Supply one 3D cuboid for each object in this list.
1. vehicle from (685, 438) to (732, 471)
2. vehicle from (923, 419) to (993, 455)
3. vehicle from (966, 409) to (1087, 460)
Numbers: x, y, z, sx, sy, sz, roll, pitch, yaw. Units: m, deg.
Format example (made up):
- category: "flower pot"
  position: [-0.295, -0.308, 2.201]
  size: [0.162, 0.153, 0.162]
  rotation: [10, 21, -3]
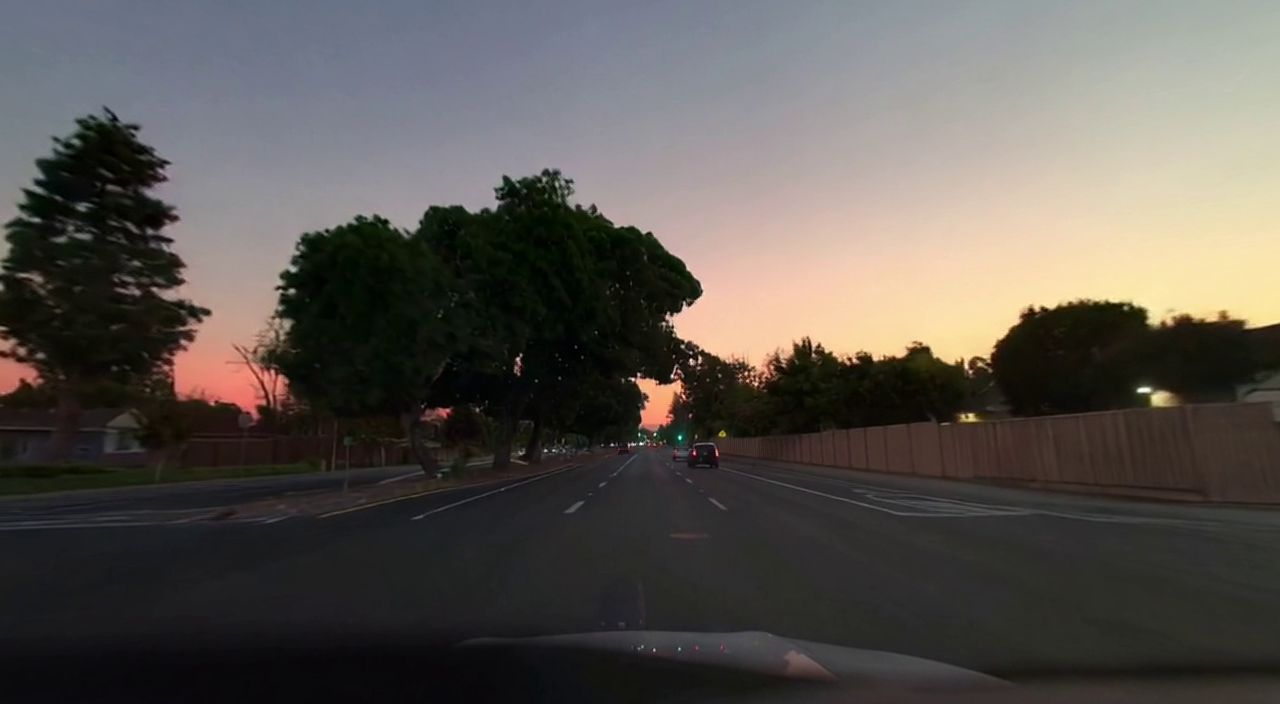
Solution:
- category: "vehicle"
  position: [3.866, 5.911, 36.455]
  size: [2.114, 1.780, 4.445]
  rotation: [0, -8, -1]
- category: "vehicle"
  position: [16.268, 4.406, 32.460]
  size: [1.853, 1.704, 4.060]
  rotation: [-2, -9, 7]
- category: "vehicle"
  position: [15.498, 3.388, 25.678]
  size: [2.084, 1.868, 5.067]
  rotation: [-1, -8, 5]
